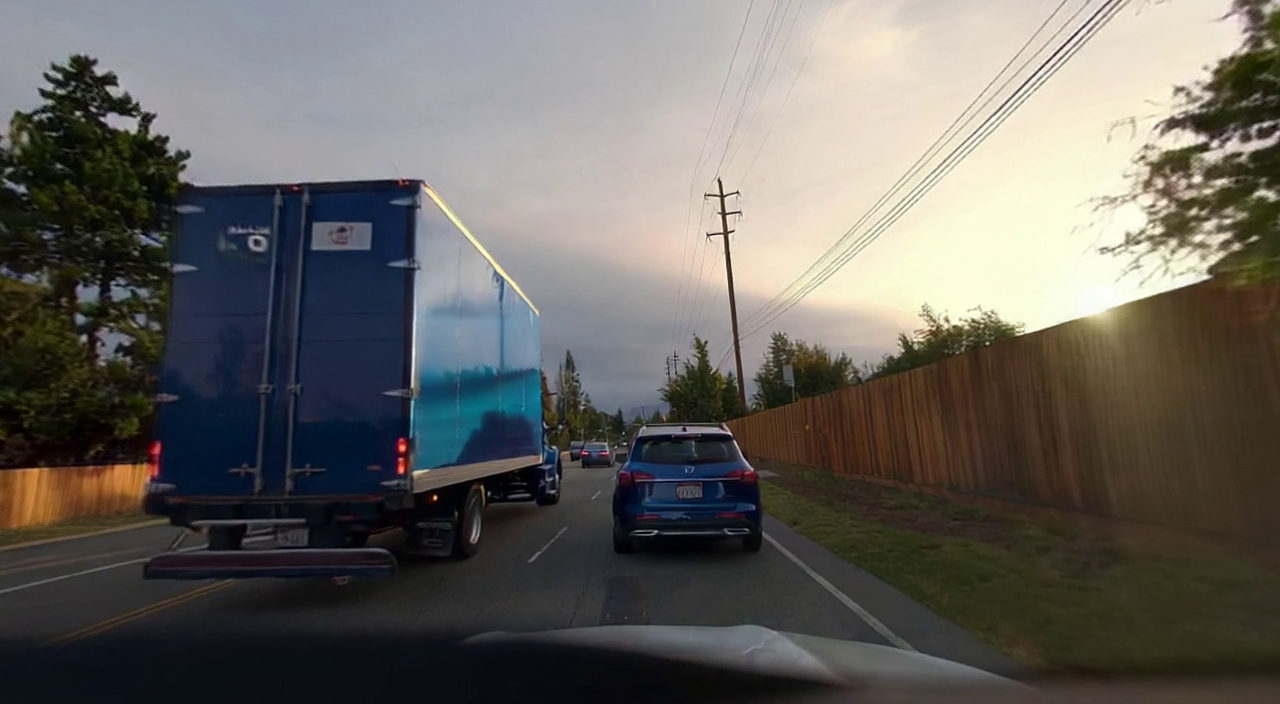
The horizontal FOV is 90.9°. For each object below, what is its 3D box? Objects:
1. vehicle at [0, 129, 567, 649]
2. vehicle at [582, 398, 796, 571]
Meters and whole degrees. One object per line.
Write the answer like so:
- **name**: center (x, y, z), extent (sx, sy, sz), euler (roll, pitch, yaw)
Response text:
- **vehicle**: center (-3.097, 0.820, 8.889), extent (2.928, 3.658, 8.980), euler (0, -9, 1)
- **vehicle**: center (0.464, 1.657, 8.551), extent (2.174, 1.749, 4.113), euler (0, -9, -1)
